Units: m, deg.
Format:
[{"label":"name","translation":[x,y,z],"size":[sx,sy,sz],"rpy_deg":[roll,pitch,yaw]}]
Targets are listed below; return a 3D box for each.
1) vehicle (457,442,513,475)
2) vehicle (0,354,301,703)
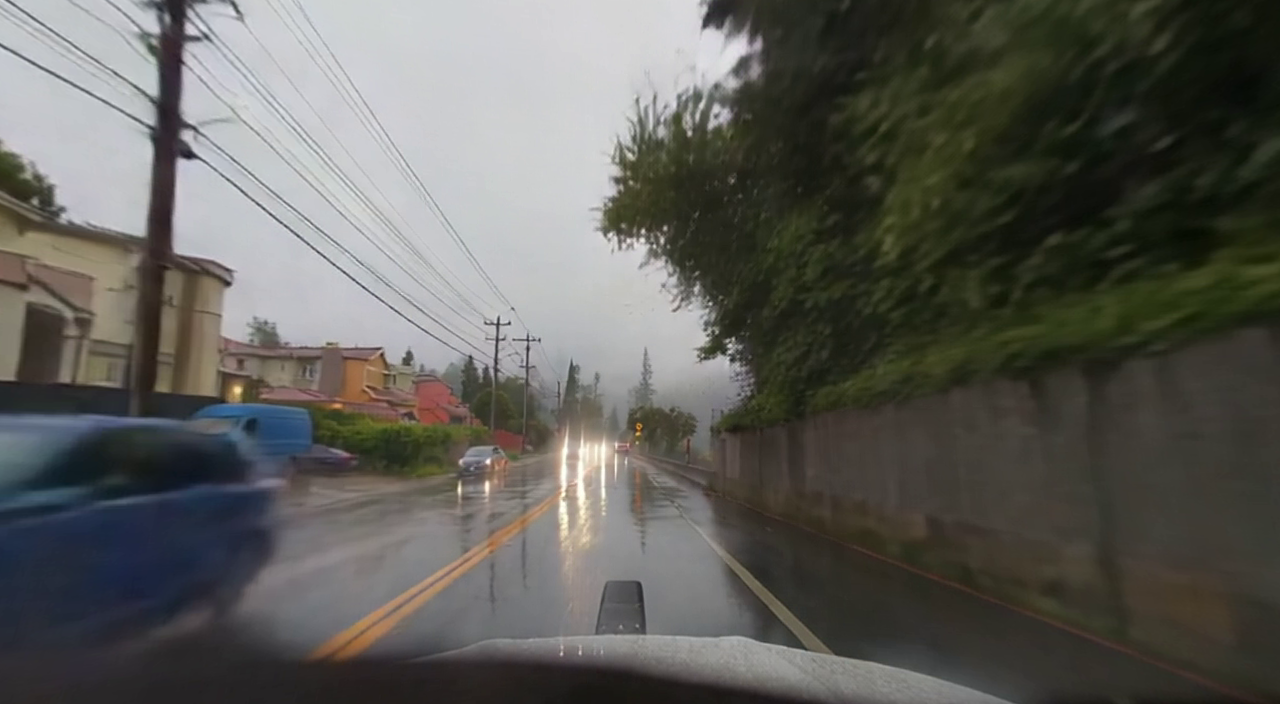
[{"label":"vehicle","translation":[-7.804,5.410,32.257],"size":[1.863,1.522,4.901],"rpy_deg":[0,-9,-3]},{"label":"vehicle","translation":[-3.657,0.863,2.543],"size":[2.103,1.690,4.508],"rpy_deg":[0,-8,-1]}]
